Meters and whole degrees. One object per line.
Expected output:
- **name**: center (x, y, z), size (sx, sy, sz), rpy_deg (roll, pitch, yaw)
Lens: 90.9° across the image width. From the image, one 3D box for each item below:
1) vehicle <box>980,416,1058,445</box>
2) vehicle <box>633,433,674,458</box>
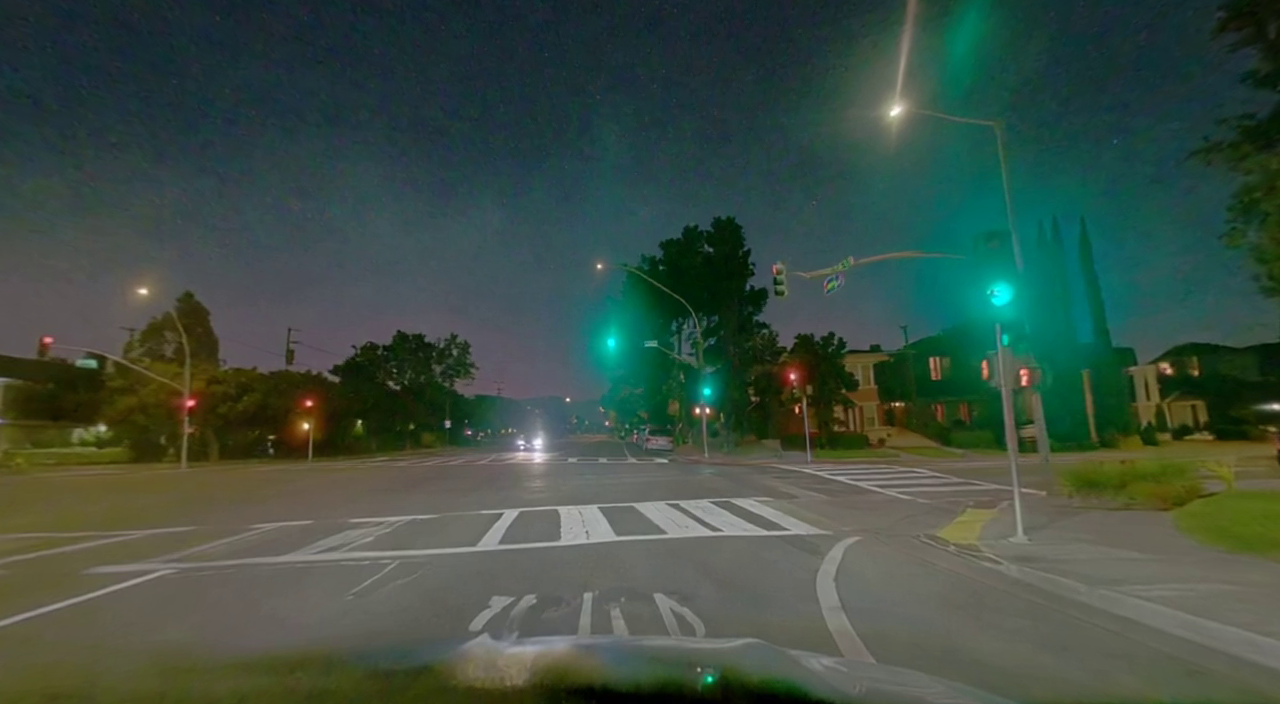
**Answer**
- **vehicle**: center (24.457, 5.147, 40.870), size (2.028, 1.595, 4.554), rpy_deg (1, -10, -3)
- **vehicle**: center (0.764, 5.842, 39.486), size (2.149, 1.507, 4.160), rpy_deg (1, -8, -5)
